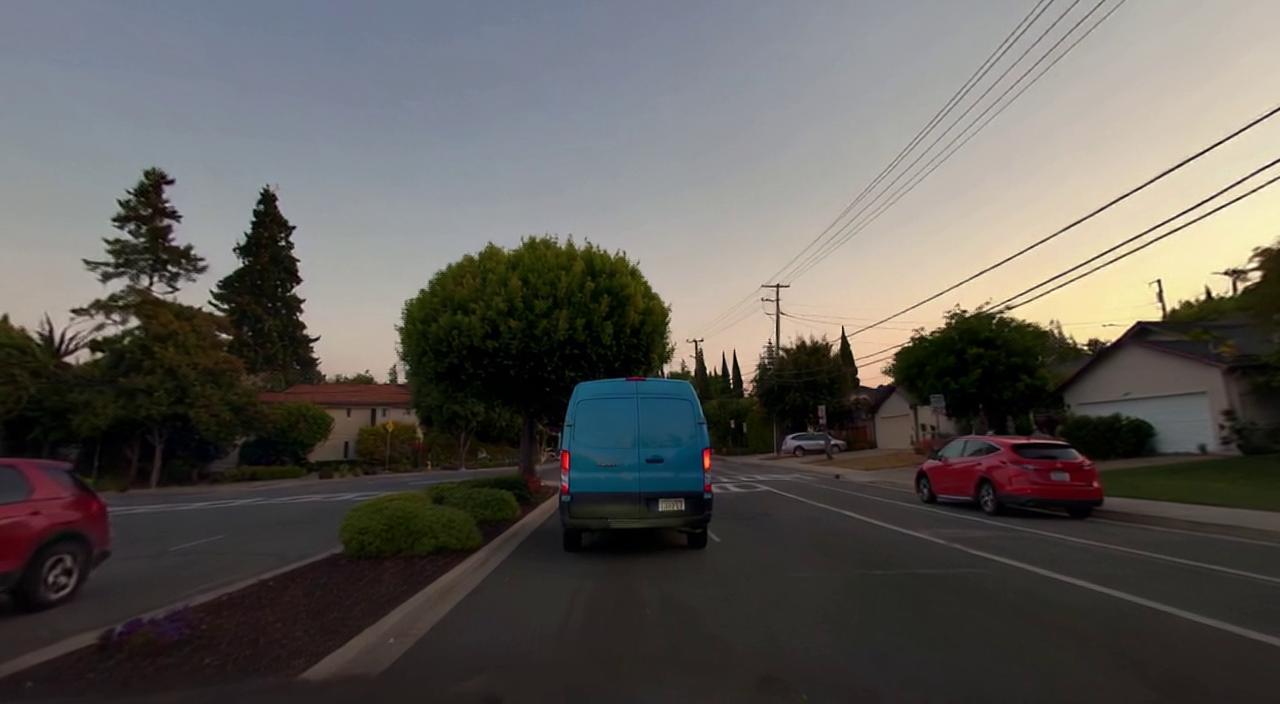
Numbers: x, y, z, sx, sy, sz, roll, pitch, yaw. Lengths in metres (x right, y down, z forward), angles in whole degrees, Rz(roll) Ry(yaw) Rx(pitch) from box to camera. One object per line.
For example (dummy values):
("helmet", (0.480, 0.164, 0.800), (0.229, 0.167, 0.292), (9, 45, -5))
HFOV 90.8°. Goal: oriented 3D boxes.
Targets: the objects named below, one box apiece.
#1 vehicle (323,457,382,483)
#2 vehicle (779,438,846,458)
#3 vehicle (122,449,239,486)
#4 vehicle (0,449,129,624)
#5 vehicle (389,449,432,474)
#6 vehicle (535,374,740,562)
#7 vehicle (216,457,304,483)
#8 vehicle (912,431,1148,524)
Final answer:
("vehicle", (-18.340, 7.526, 40.514), (1.816, 1.445, 4.120), (0, -9, 1))
("vehicle", (12.972, 7.233, 47.626), (4.483, 1.463, 1.805), (0, -9, 0))
("vehicle", (-26.836, 6.733, 37.053), (5.026, 2.017, 2.215), (0, -9, -1))
("vehicle", (-7.385, 1.756, 5.646), (1.997, 1.724, 4.417), (0, -9, -2))
("vehicle", (-17.926, 8.556, 49.575), (1.841, 1.769, 4.105), (0, -9, 0))
("vehicle", (-0.136, 1.678, 9.725), (2.342, 2.142, 4.809), (0, -9, -3))
("vehicle", (-27.273, 8.454, 45.450), (4.972, 1.776, 2.057), (0, -9, -1))
("vehicle", (7.350, 2.381, 12.558), (1.883, 1.504, 4.220), (0, -9, -2))
